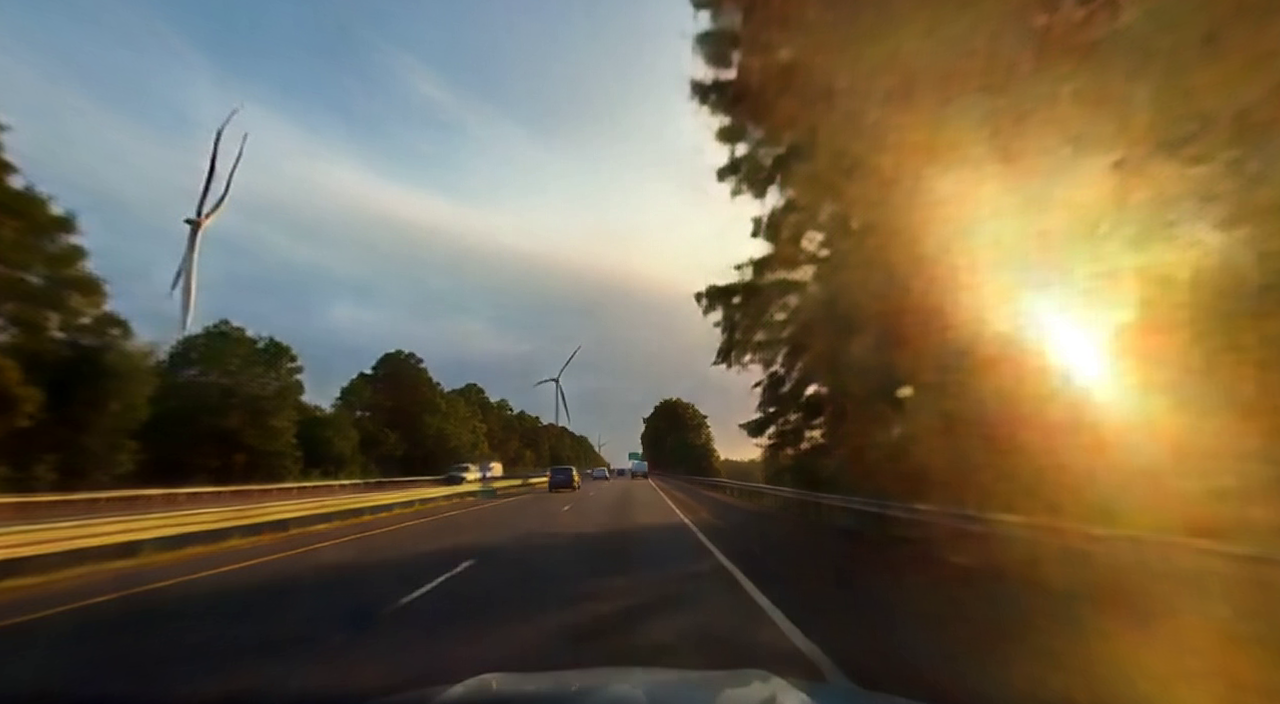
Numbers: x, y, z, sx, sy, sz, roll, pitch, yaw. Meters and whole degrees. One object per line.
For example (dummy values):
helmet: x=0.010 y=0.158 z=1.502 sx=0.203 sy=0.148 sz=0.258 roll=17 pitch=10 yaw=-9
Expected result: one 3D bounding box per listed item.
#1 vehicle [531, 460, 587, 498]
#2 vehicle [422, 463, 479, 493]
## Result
vehicle: x=-3.943 y=6.317 z=31.467 sx=2.124 sy=1.705 sz=4.440 roll=1 pitch=-11 yaw=1
vehicle: x=-12.497 y=8.343 z=41.906 sx=2.064 sy=1.818 sz=5.180 roll=0 pitch=-11 yaw=1
